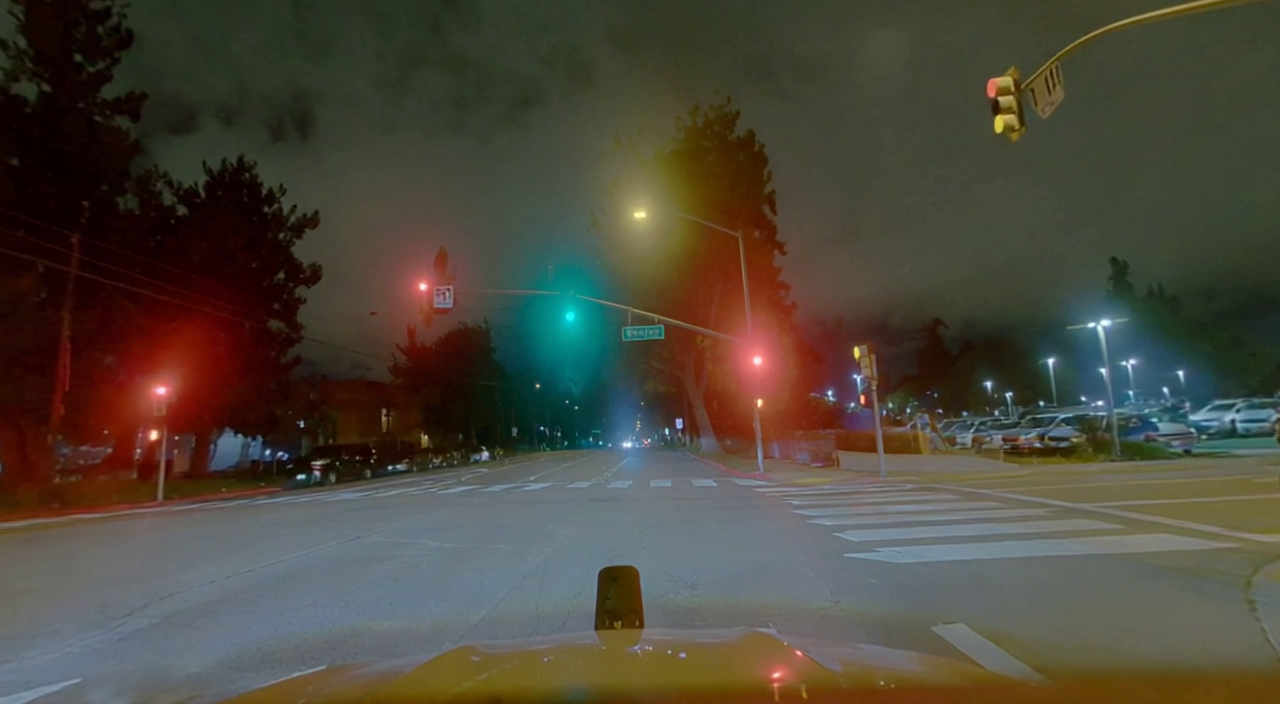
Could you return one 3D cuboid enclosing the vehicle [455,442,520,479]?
[{"bbox_3d":[-6.977,4.998,29.324,2.024,1.470,4.153,-3,-9,-1],"label":"vehicle"}]

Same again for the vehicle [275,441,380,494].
[{"bbox_3d":[-13.723,5.067,28.151,2.251,1.957,4.968,-4,-9,-1],"label":"vehicle"}]

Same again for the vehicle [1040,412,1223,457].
[{"bbox_3d":[16.955,2.906,22.094,4.560,1.453,1.851,-3,-9,18],"label":"vehicle"}]

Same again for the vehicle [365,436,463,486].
[{"bbox_3d":[-10.166,4.960,29.060,2.475,1.940,5.702,-3,-9,0],"label":"vehicle"}]

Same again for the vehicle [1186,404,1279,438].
[{"bbox_3d":[34.915,4.028,36.649,4.326,1.511,1.725,-8,-9,17],"label":"vehicle"}]
